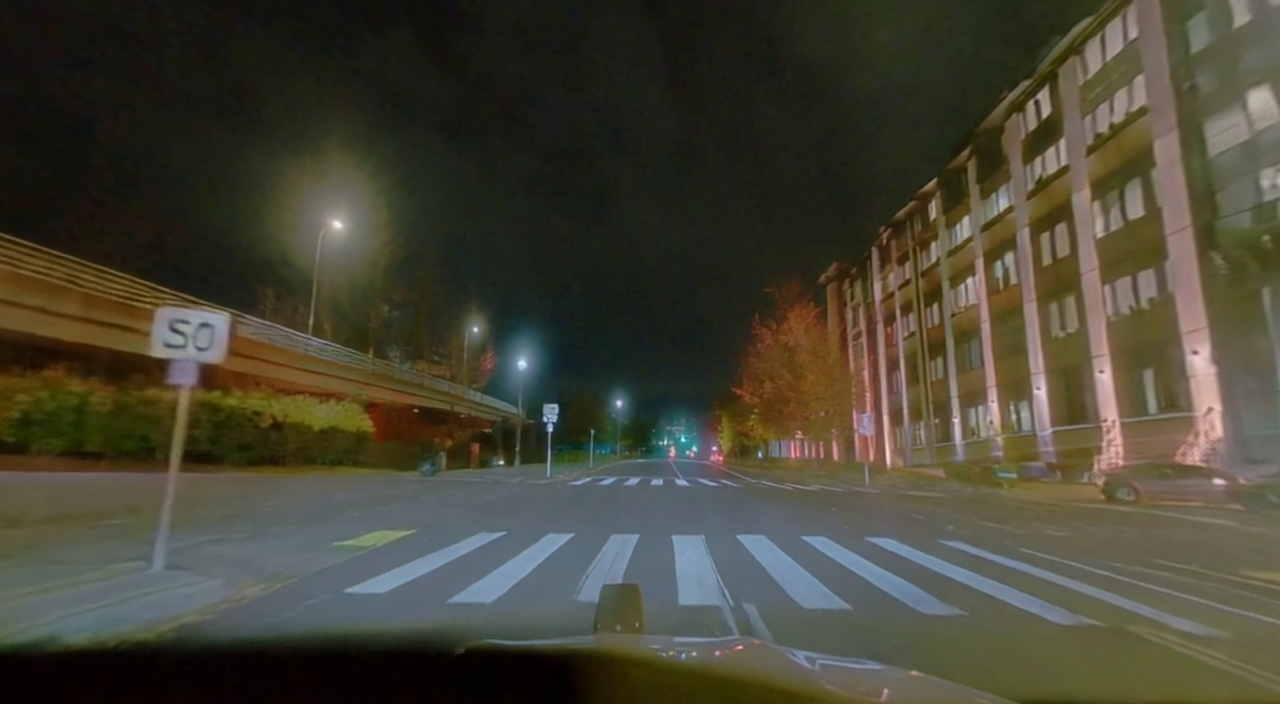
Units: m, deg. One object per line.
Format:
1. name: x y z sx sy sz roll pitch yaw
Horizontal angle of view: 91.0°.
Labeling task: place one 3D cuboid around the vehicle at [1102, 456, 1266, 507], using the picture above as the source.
1. vehicle: 20.600 4.845 24.009 2.066 1.654 4.269 7 -11 -37
